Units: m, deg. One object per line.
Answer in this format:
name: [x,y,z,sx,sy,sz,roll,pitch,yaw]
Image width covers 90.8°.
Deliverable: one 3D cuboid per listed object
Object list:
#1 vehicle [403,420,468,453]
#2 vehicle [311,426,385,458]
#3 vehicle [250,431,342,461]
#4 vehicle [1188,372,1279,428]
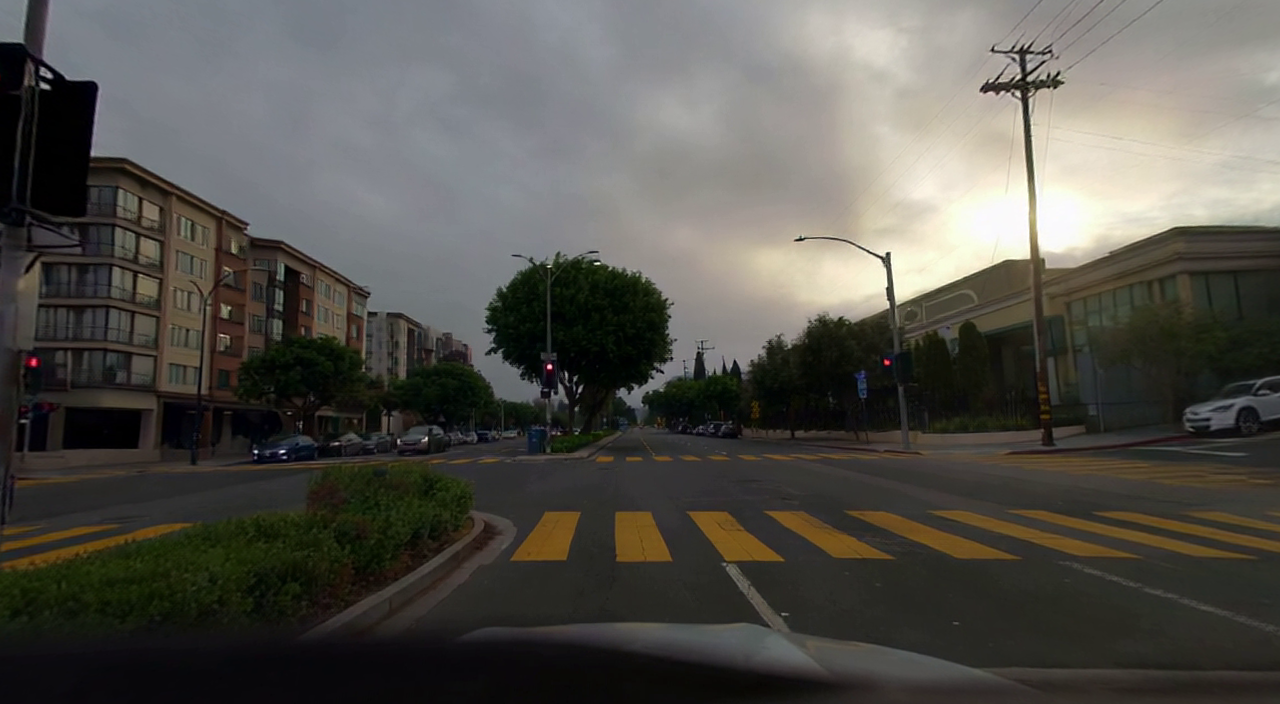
vehicle: [-11.773,4.939,36.778,2.118,1.809,4.591,0,-8,2]
vehicle: [-18.258,5.677,39.847,2.225,1.871,5.189,0,-8,0]
vehicle: [-18.057,4.973,33.517,1.939,1.430,5.533,0,-8,-2]
vehicle: [22.365,1.620,22.231,4.531,1.753,1.964,-2,-2,-5]
